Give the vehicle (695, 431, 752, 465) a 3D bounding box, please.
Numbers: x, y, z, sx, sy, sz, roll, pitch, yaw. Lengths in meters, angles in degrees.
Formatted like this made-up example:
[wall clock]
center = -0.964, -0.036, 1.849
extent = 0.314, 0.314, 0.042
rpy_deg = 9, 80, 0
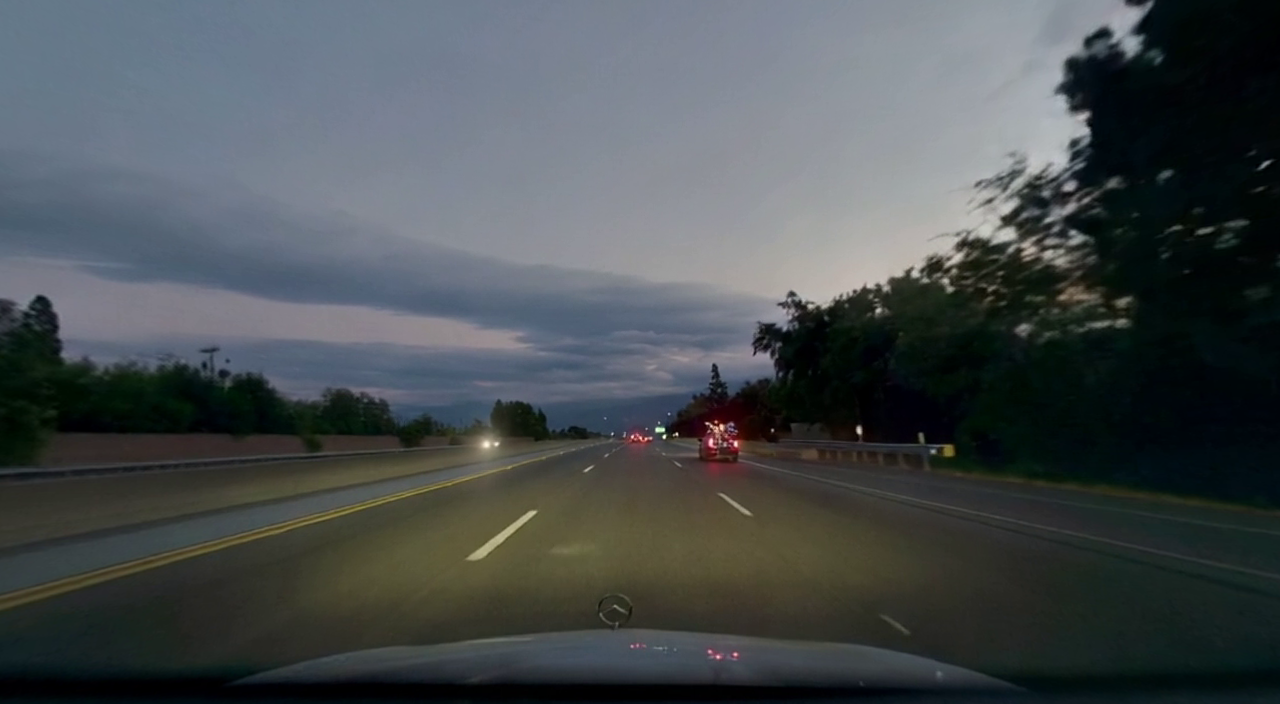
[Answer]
[vehicle]
center = 3.721, 4.371, 28.867
extent = 1.911, 1.449, 3.776
rpy_deg = 0, -8, -3
